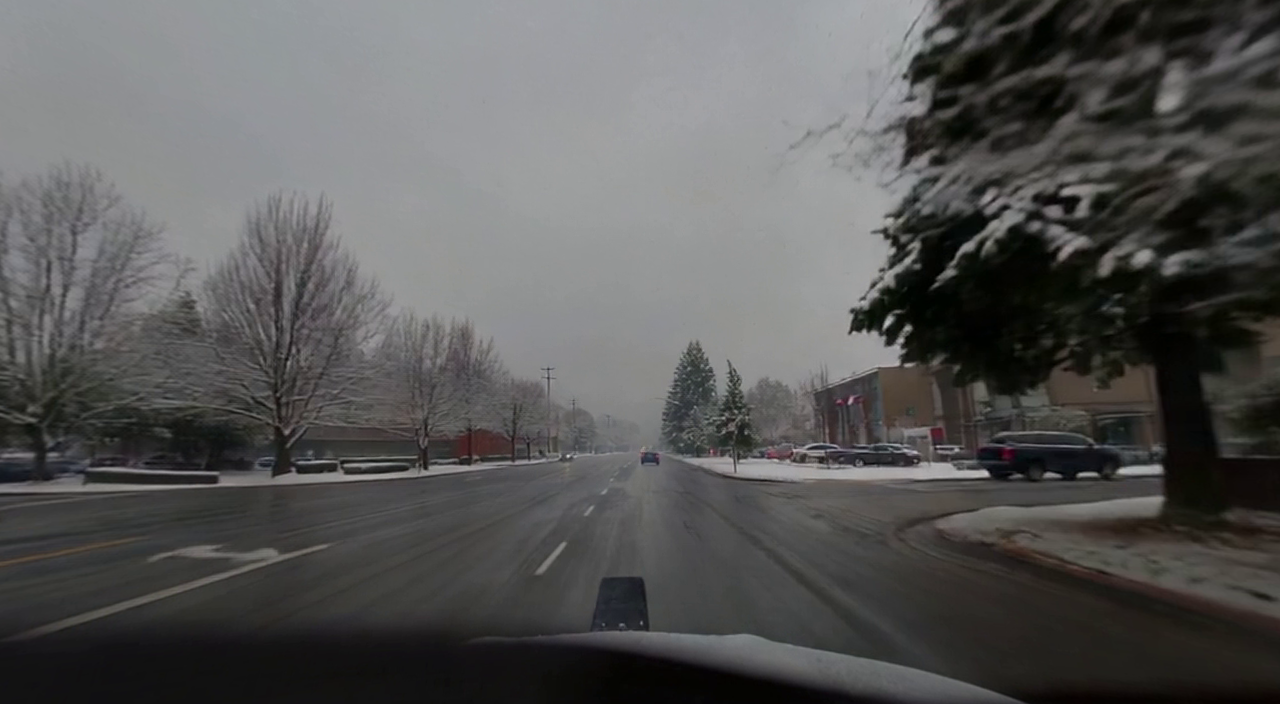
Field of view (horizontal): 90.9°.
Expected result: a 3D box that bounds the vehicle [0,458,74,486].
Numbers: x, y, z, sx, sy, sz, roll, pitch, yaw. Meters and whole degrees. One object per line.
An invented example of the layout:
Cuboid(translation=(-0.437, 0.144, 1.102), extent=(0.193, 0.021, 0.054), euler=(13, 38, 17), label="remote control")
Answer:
Cuboid(translation=(-38.515, 7.460, 39.059), extent=(4.916, 1.542, 1.934), euler=(-2, -8, -2), label="vehicle")

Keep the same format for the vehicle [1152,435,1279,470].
Cuboid(translation=(29.535, 5.150, 32.561), extent=(2.070, 1.665, 4.807), euler=(0, -9, -1), label="vehicle")

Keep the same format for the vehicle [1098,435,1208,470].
Cuboid(translation=(26.787, 5.268, 33.138), extent=(1.968, 1.655, 4.455), euler=(0, -9, -1), label="vehicle")

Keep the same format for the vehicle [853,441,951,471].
Cuboid(translation=(15.172, 6.044, 36.634), extent=(4.854, 1.649, 1.886), euler=(1, -9, -1), label="vehicle")

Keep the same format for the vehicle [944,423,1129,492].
Cuboid(translation=(12.501, 3.287, 20.005), extent=(4.655, 1.828, 2.223), euler=(0, -8, -14), label="vehicle")

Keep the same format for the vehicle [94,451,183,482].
Cuboid(translation=(-38.143, 8.683, 48.029), extent=(4.529, 2.241, 2.471), euler=(-1, -9, 0), label="vehicle")
